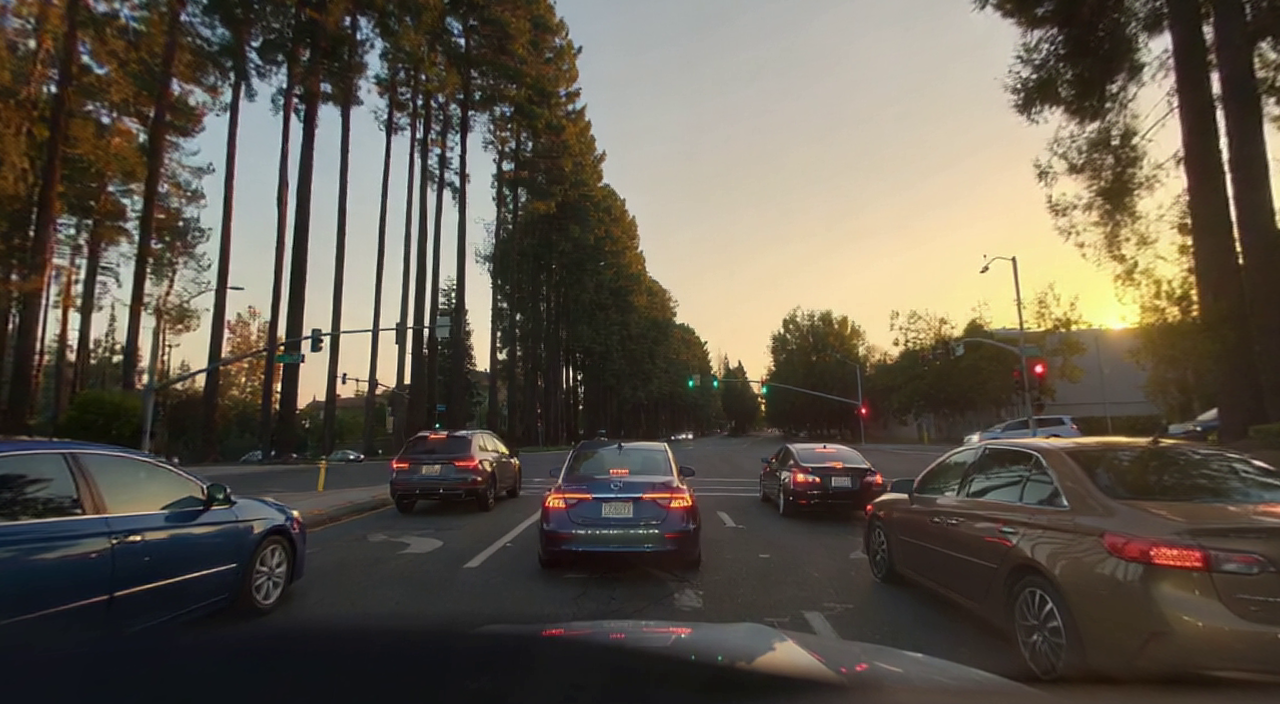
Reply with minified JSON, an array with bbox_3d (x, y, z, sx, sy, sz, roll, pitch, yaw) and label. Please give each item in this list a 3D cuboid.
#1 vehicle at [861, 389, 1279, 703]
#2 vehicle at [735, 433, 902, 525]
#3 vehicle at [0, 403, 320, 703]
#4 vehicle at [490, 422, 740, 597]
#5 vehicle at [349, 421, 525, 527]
[{"bbox_3d":[3.141,1.150,4.057,1.903,1.480,4.270,0,-8,0],"label":"vehicle"},{"bbox_3d":[3.193,2.335,12.329,1.975,1.460,4.357,0,-8,0],"label":"vehicle"},{"bbox_3d":[-3.637,1.021,3.006,1.935,1.482,4.433,0,-8,-1],"label":"vehicle"},{"bbox_3d":[-0.247,1.640,7.402,2.147,1.479,3.803,0,-8,-1],"label":"vehicle"},{"bbox_3d":[-3.716,2.312,12.489,1.961,1.714,4.268,0,-8,2],"label":"vehicle"}]
